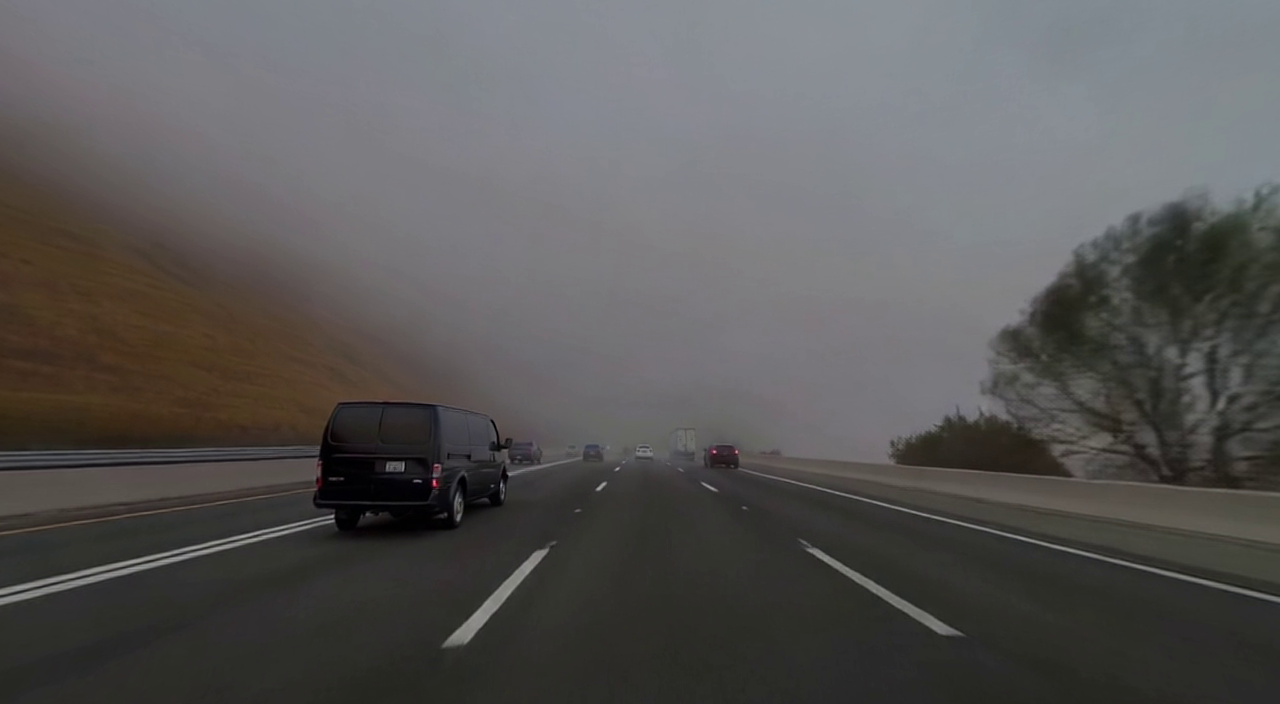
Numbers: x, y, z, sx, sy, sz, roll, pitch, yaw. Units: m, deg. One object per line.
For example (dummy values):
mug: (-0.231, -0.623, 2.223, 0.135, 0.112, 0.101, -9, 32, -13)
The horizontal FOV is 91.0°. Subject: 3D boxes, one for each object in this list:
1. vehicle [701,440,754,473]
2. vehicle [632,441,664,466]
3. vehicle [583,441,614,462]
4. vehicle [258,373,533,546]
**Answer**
vehicle: (4.442, 5.392, 32.612, 2.051, 1.598, 4.145, 0, -9, -1)
vehicle: (0.517, 6.805, 42.217, 2.014, 1.543, 3.804, 0, -9, 0)
vehicle: (-3.143, 7.669, 48.567, 2.138, 1.581, 4.340, 0, -9, 0)
vehicle: (-3.637, 1.821, 11.065, 2.421, 2.203, 5.775, 0, -9, 1)
